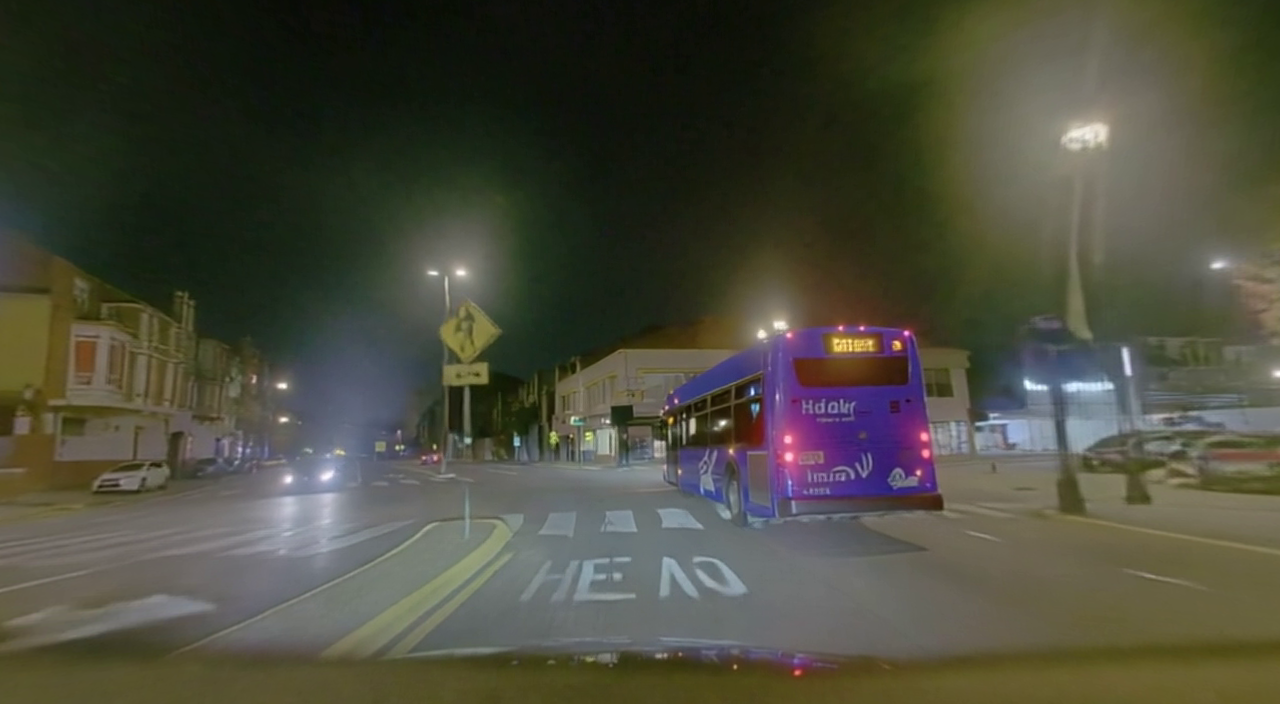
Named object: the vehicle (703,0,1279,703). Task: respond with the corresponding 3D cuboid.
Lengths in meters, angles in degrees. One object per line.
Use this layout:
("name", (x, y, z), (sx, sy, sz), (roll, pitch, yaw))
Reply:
("vehicle", (2.881, 0.268, 3.506), (3.194, 3.345, 12.428), (1, -8, -3))

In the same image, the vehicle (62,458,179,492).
("vehicle", (-26.286, 6.211, 32.110), (4.384, 1.500, 1.864), (7, -11, -39))

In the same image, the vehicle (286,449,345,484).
("vehicle", (-15.501, 5.440, 30.390), (1.944, 1.505, 3.944), (3, -9, -19))

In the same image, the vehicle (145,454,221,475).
("vehicle", (-35.431, 8.718, 48.976), (4.592, 1.474, 1.880), (7, -10, -37))

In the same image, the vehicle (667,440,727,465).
("vehicle", (4.042, 7.100, 44.556), (3.786, 1.505, 1.991), (-6, -9, 18))
